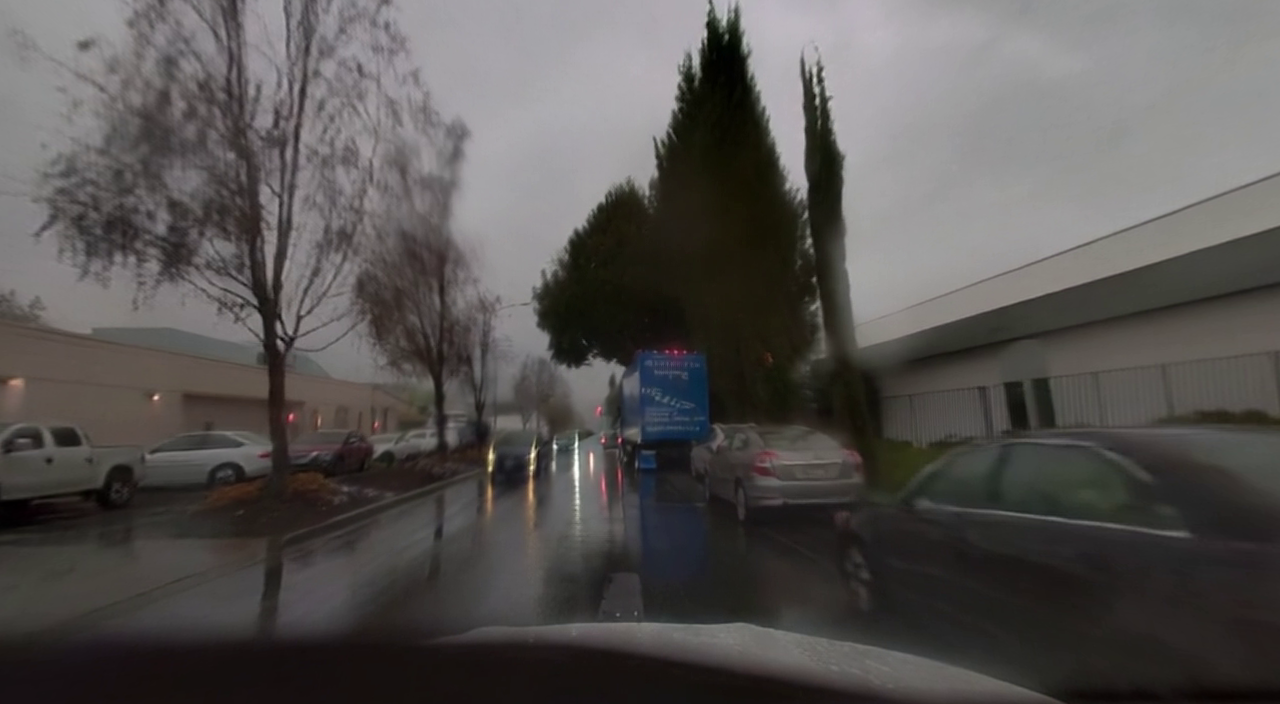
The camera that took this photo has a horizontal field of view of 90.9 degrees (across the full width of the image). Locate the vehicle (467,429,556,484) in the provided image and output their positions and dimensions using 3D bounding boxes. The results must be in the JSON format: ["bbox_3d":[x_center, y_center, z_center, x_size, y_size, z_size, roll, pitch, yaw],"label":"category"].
[{"bbox_3d":[-3.747,3.101,19.103,1.989,1.481,4.008,0,-8,-2],"label":"vehicle"}]

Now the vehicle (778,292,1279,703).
[{"bbox_3d":[2.353,0.900,3.200,1.900,1.644,4.448,0,-8,-6],"label":"vehicle"}]

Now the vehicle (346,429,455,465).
[{"bbox_3d":[-10.183,4.045,27.056,4.015,1.461,1.903,1,-8,-7],"label":"vehicle"}]

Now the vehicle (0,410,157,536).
[{"bbox_3d":[-9.943,1.791,9.713,1.996,1.719,4.382,2,-8,-10],"label":"vehicle"}]

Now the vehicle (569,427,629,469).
[{"bbox_3d":[-1.563,3.721,24.743,2.160,1.498,3.909,0,-8,-3],"label":"vehicle"}]

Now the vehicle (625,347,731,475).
[{"bbox_3d":[1.058,2.839,27.545,2.865,4.113,14.471,0,-8,-3],"label":"vehicle"}]

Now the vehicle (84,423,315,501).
[{"bbox_3d":[-9.325,2.328,13.640,3.569,1.520,1.797,0,-8,-6],"label":"vehicle"}]
